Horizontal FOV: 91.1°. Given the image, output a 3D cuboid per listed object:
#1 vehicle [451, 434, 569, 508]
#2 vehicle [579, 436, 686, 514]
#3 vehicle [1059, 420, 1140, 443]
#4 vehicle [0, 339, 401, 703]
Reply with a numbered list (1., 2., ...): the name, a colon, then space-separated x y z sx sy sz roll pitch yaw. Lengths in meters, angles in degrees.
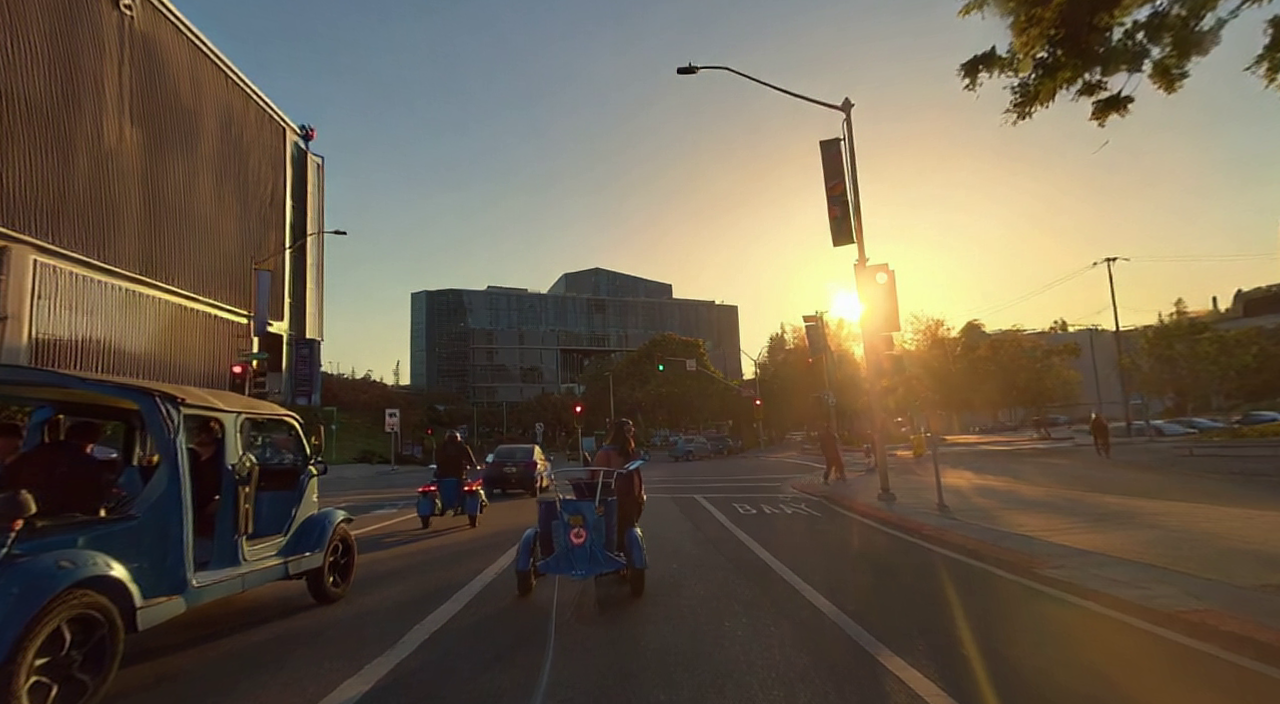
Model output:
1. vehicle: -3.116 2.950 16.002 1.935 1.615 4.073 -1 -8 3
2. vehicle: -0.080 2.647 14.032 2.025 1.458 4.085 -1 -8 2
3. vehicle: 30.725 5.359 42.047 1.751 1.420 4.027 8 -12 -43
4. vehicle: -3.612 1.150 4.503 2.000 1.809 4.405 0 -8 1
